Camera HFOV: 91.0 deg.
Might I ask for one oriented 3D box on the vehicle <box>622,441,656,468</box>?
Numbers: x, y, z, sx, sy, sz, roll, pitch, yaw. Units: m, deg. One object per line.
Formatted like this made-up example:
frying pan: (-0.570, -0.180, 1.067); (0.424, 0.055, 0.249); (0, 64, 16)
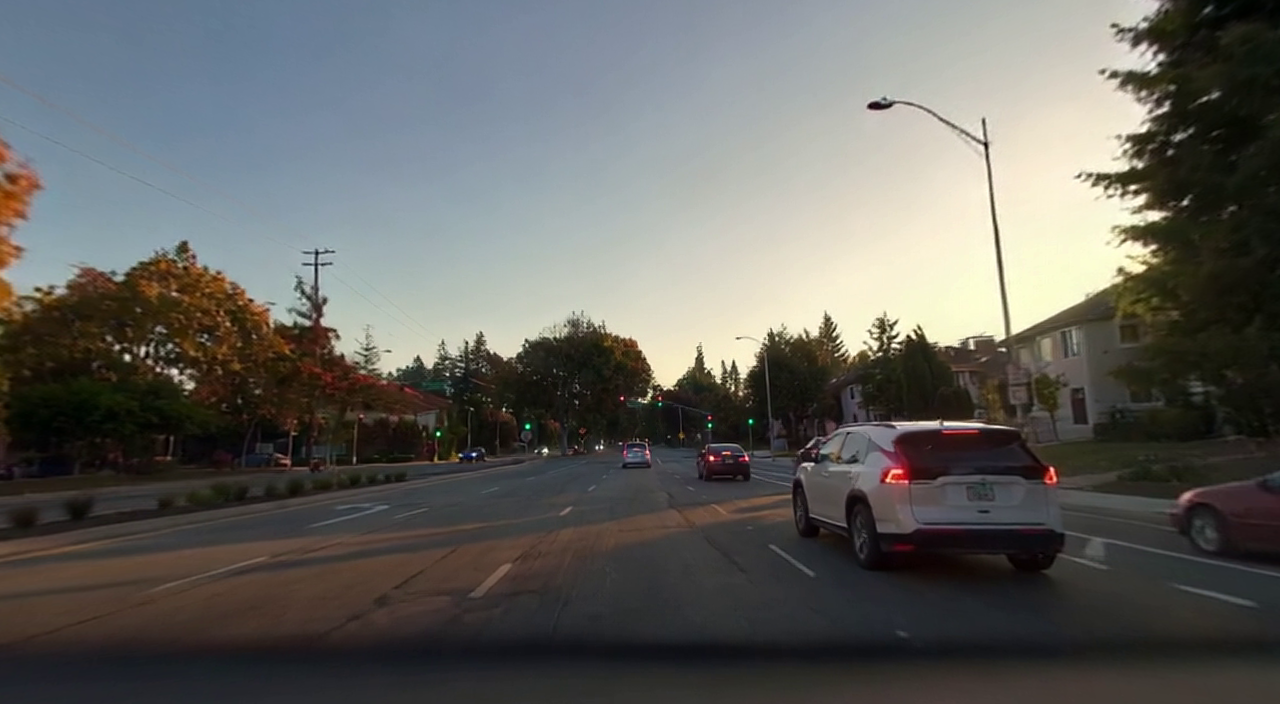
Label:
vehicle: (-0.084, 6.848, 42.207); (2.146, 1.685, 4.003); (0, -9, -1)

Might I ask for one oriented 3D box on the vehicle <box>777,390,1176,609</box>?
vehicle: (3.233, 1.538, 7.471); (2.129, 1.761, 4.610); (0, -9, 0)

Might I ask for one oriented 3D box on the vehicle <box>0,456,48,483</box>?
vehicle: (-38.278, 7.112, 38.390); (4.260, 1.501, 1.892); (-5, -10, 30)

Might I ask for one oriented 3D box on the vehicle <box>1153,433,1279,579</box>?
vehicle: (7.314, 1.383, 5.325); (2.010, 1.421, 4.586); (0, -9, -1)

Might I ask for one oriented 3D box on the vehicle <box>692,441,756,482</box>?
vehicle: (3.167, 4.248, 24.635); (1.889, 1.451, 4.180); (0, -9, 0)
